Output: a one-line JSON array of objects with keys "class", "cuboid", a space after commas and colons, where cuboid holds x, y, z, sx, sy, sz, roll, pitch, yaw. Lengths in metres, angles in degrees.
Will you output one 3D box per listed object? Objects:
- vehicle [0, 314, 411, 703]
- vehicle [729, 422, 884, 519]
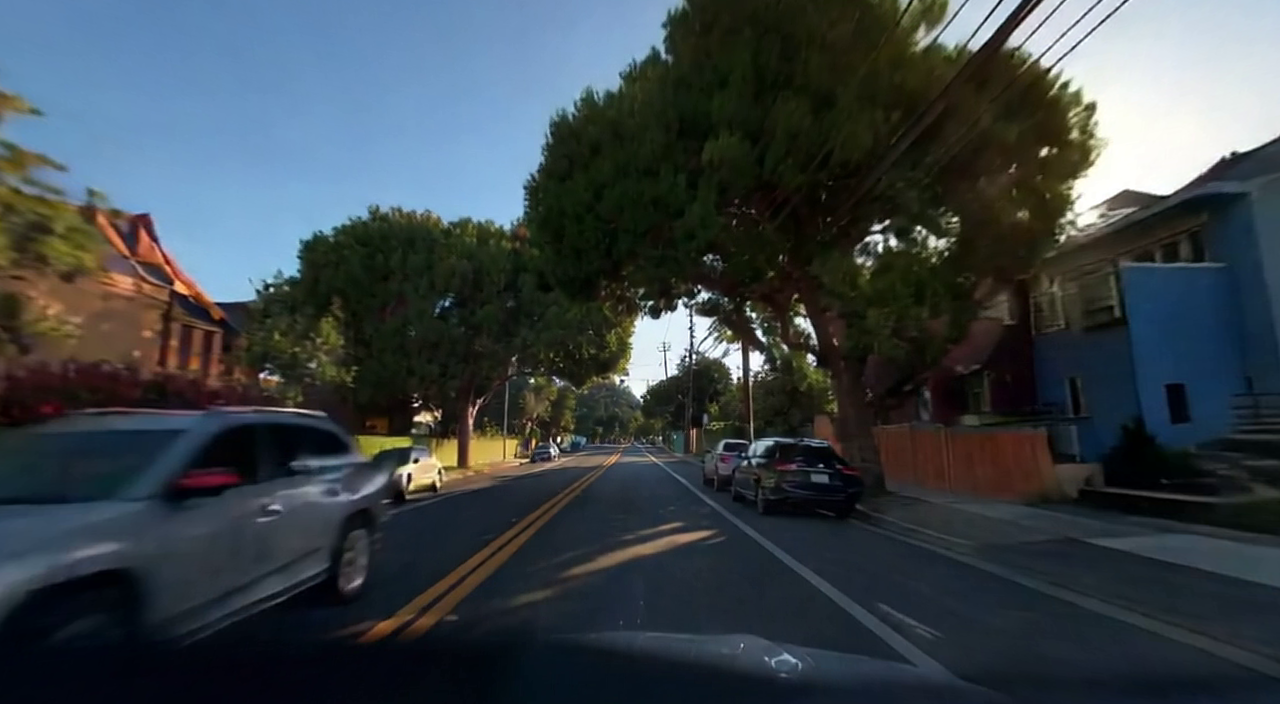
[{"class": "vehicle", "cuboid": [-3.469, 1.042, 4.005, 2.210, 1.838, 4.854, 0, -8, 0]}, {"class": "vehicle", "cuboid": [3.393, 2.538, 14.034, 2.031, 1.762, 4.749, 0, -8, -1]}]
